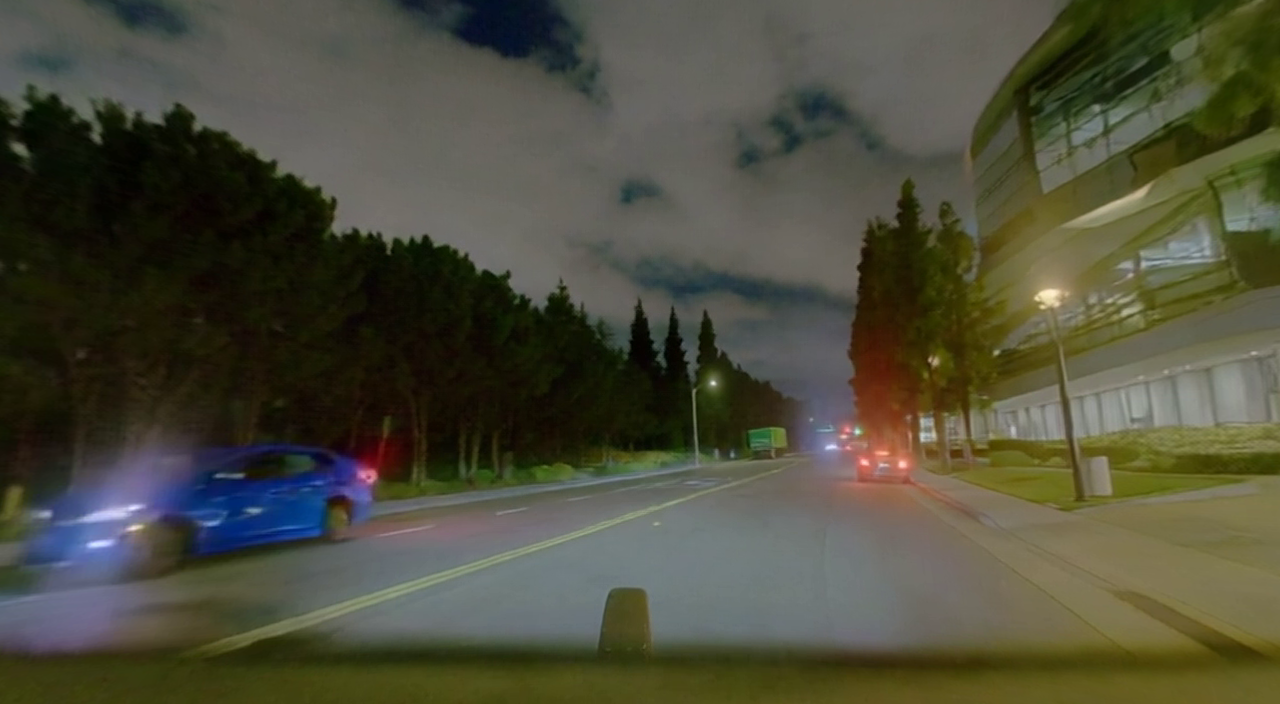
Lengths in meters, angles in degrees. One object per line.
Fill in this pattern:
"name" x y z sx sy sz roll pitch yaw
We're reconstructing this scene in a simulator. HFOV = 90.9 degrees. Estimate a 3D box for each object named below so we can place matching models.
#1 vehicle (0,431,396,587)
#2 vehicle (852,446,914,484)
"vehicle" -6.192 2.114 9.507 2.145 1.687 4.662 -3 -9 18
"vehicle" 10.557 4.902 27.665 2.098 1.509 4.389 -3 -9 16
